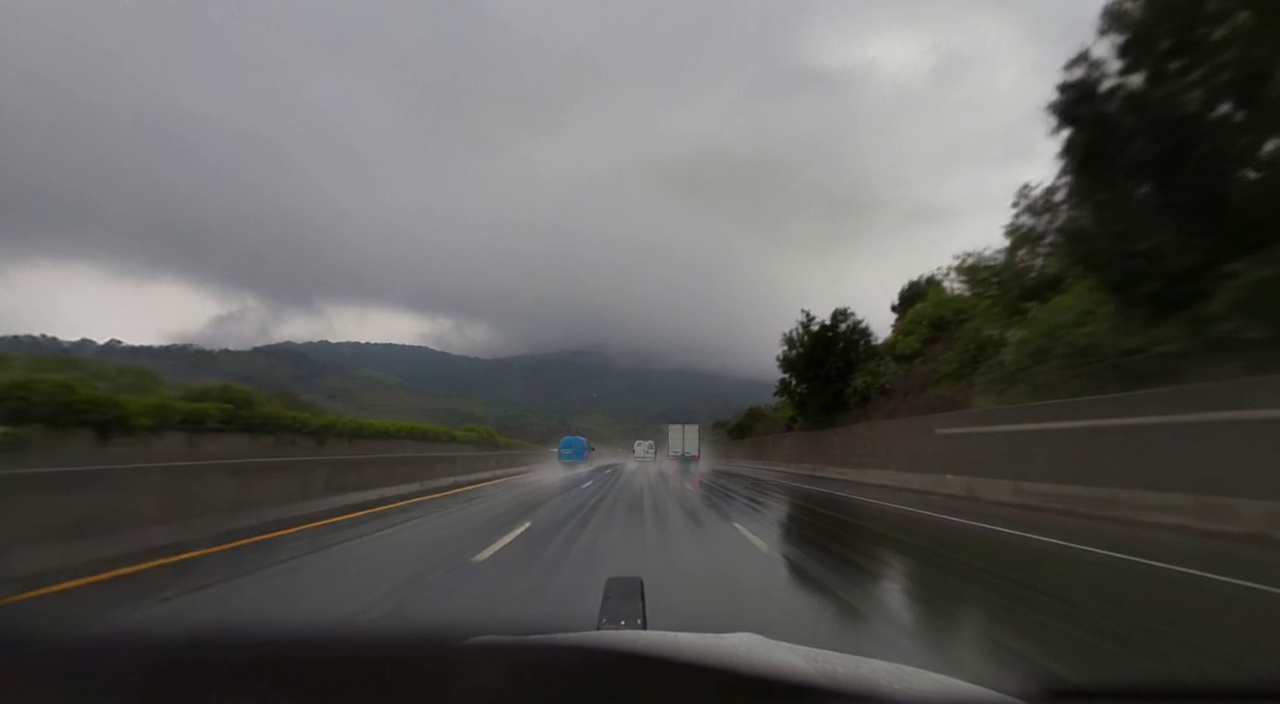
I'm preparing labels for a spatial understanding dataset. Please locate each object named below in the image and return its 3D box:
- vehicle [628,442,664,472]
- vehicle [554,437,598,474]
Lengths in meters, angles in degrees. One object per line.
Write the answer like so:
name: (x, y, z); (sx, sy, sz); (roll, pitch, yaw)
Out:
vehicle: (0.377, 6.683, 40.203); (2.166, 1.747, 4.299); (0, -9, 1)
vehicle: (-3.681, 6.036, 37.032); (1.955, 2.004, 4.792); (-1, -9, 1)
